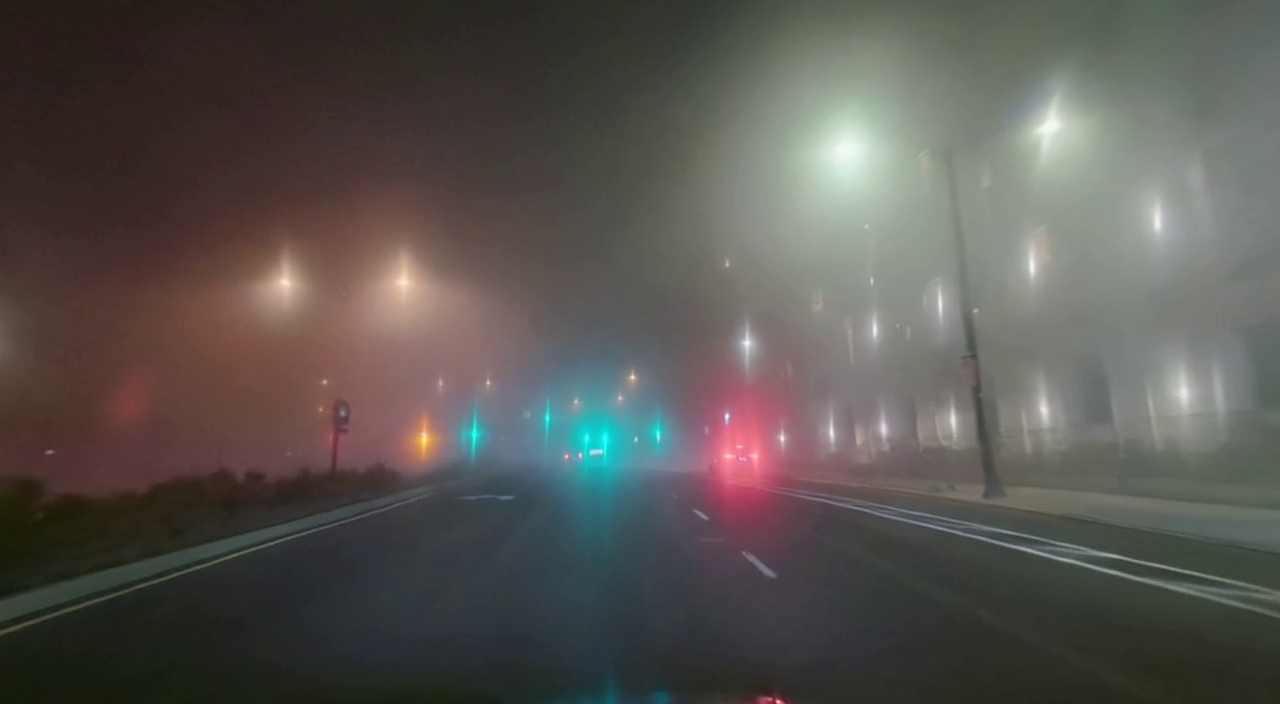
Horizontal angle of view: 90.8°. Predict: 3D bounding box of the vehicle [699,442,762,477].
[{"bbox_3d":[4.582,5.542,32.764,2.042,1.635,4.858,1,-9,-6],"label":"vehicle"}]
